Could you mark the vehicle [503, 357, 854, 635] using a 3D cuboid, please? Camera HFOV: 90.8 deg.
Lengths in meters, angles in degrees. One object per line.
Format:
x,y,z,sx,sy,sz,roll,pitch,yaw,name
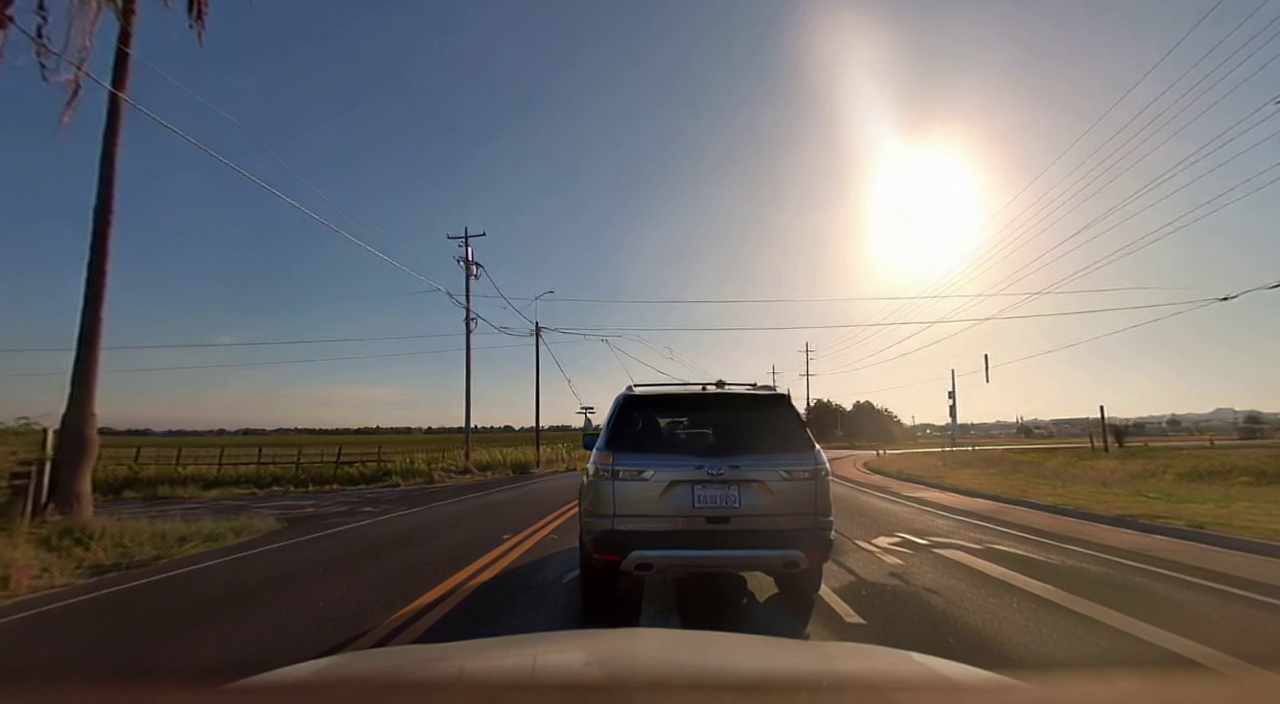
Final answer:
0.178,1.297,6.620,2.364,1.859,4.538,0,-9,-2,vehicle
